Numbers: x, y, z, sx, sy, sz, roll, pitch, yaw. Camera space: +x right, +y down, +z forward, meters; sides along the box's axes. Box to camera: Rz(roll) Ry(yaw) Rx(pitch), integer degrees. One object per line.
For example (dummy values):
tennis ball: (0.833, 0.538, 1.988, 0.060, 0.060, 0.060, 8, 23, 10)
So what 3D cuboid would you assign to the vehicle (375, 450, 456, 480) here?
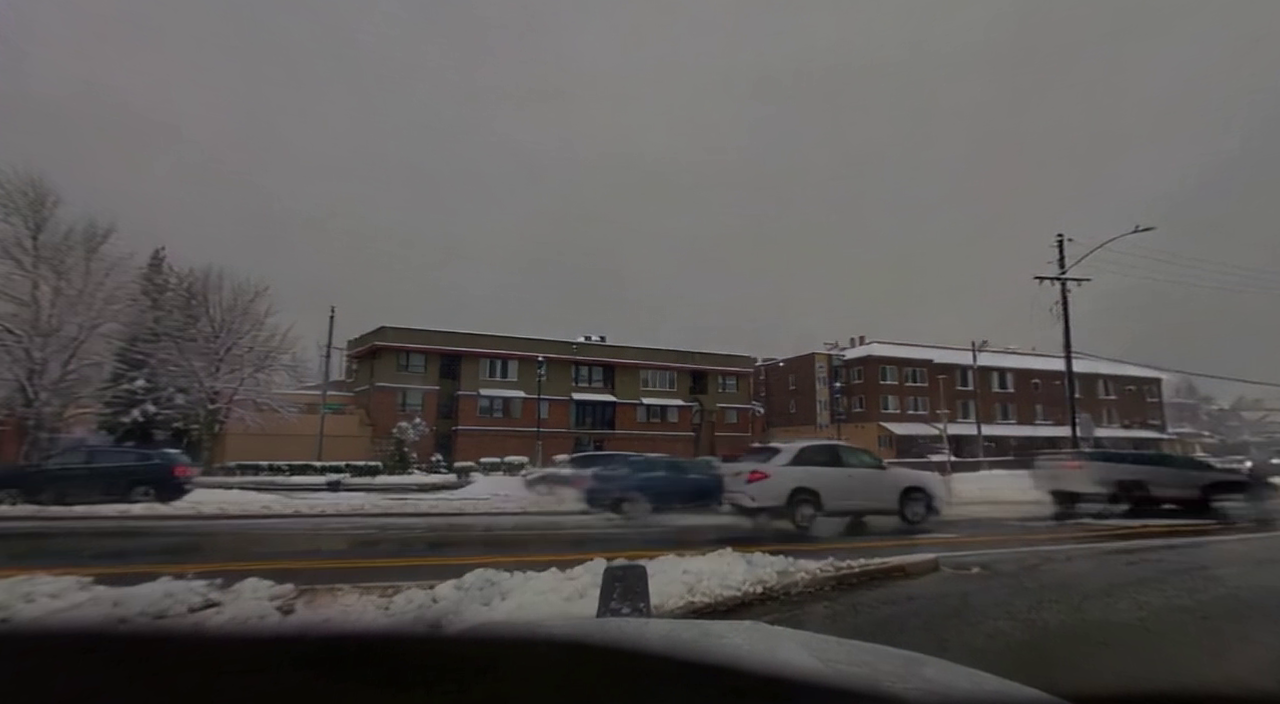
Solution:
vehicle: (-15.463, 7.788, 43.532, 4.920, 1.956, 1.865, -1, -9, 8)

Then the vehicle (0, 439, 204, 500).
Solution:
vehicle: (-15.027, 3.067, 16.659, 5.371, 1.488, 1.763, 2, -9, -14)

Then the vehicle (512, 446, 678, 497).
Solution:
vehicle: (-1.440, 3.715, 19.890, 4.921, 1.453, 1.894, 3, -9, -15)

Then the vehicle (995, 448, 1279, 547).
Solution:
vehicle: (8.956, 2.405, 10.934, 4.710, 1.444, 2.041, 3, -9, -15)

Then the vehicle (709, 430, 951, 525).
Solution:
vehicle: (3.812, 2.520, 12.993, 4.284, 1.692, 2.031, 3, -9, -15)
